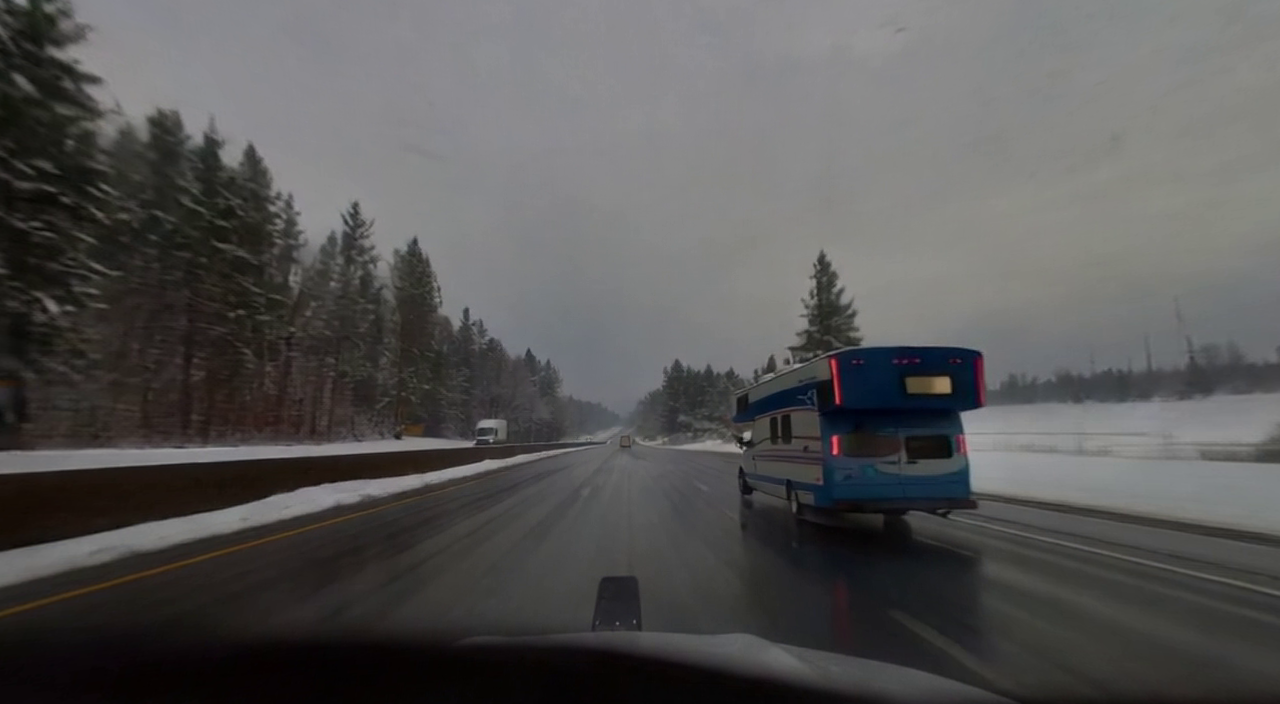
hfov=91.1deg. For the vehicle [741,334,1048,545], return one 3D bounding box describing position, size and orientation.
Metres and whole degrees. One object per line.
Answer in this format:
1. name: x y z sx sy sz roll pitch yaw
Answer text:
1. vehicle: 4.036 1.656 12.192 2.815 2.876 7.101 0 -8 -1
